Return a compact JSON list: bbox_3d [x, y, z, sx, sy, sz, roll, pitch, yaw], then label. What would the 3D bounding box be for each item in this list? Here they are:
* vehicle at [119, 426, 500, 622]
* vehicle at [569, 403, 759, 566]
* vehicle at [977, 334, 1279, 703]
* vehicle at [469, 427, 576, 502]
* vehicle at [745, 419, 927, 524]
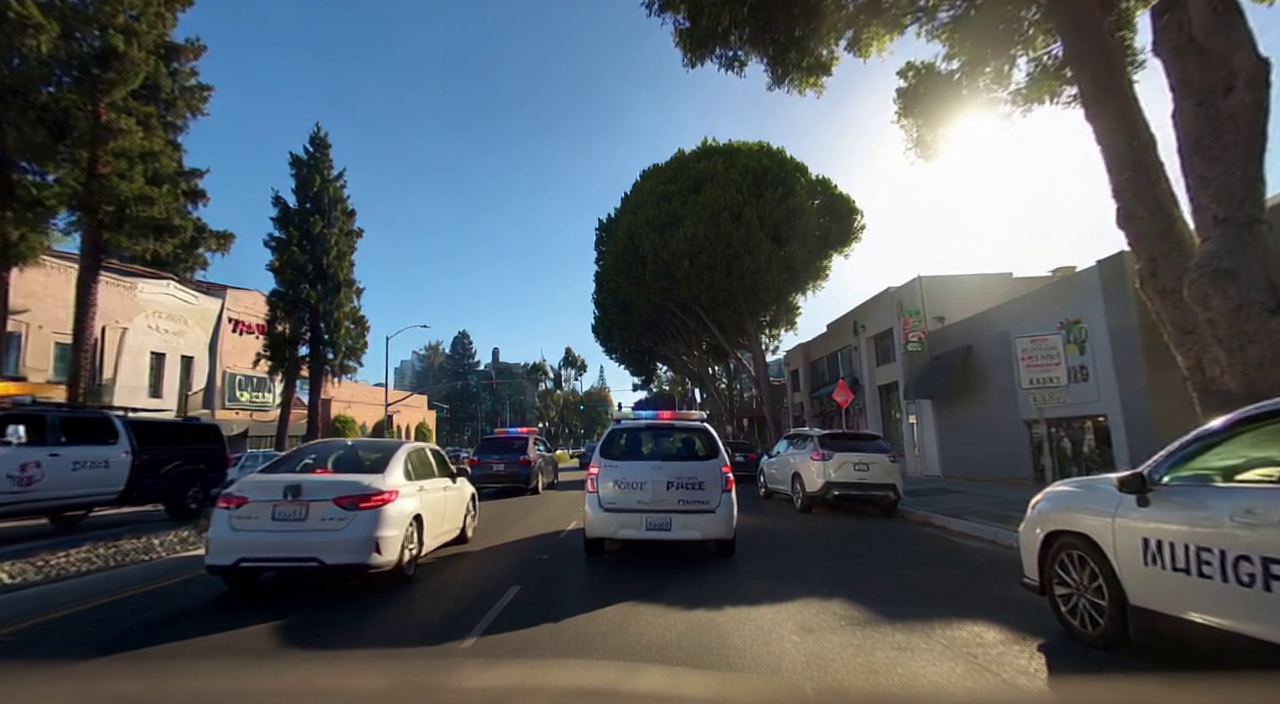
[{"bbox_3d":[-2.992,1.632,6.987,1.908,1.474,4.257,0,-8,0],"label":"vehicle"},{"bbox_3d":[0.262,1.754,8.995,2.075,1.770,4.018,0,-8,0],"label":"vehicle"},{"bbox_3d":[4.033,0.890,3.054,1.987,1.877,5.330,1,-8,2],"label":"vehicle"},{"bbox_3d":[-3.080,3.069,17.566,2.135,1.806,4.514,0,-8,0],"label":"vehicle"},{"bbox_3d":[4.030,2.593,14.331,2.038,1.865,5.786,1,-9,-3],"label":"vehicle"}]
